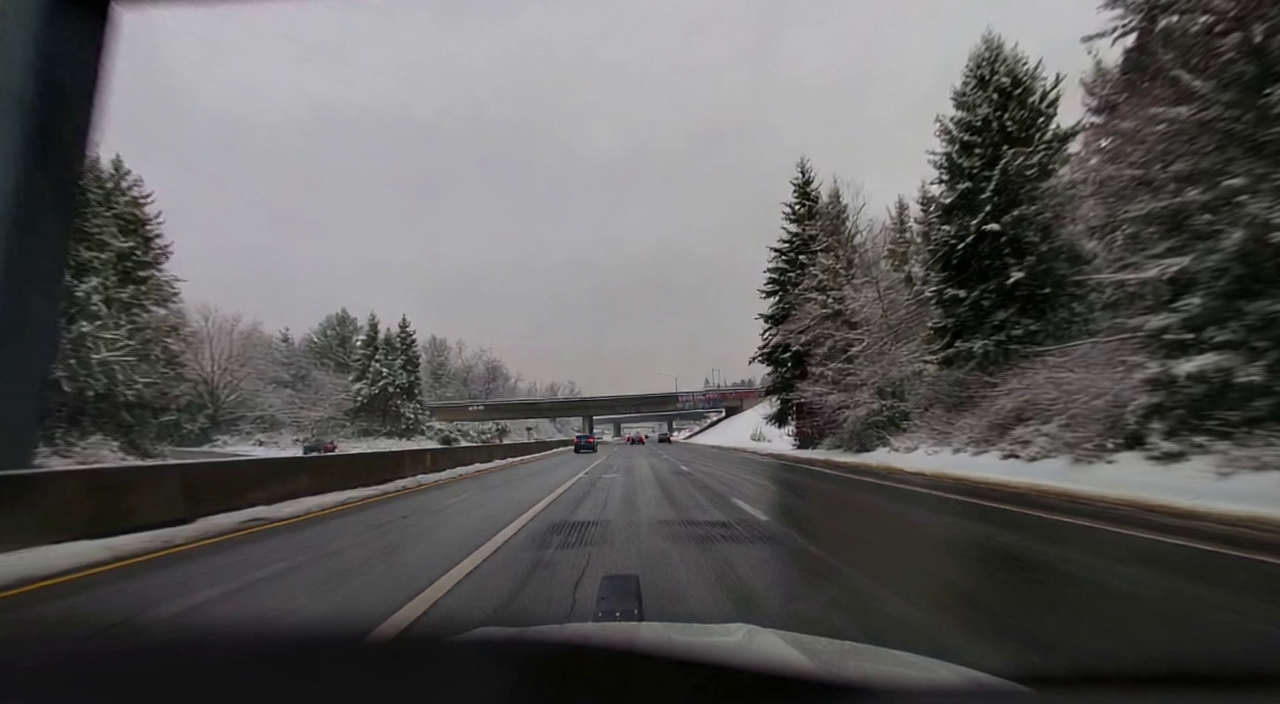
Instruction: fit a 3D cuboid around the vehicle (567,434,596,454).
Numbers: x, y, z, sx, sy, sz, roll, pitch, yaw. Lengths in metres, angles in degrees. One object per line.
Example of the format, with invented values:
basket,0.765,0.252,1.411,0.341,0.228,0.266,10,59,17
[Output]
vehicle,-4.552,7.200,49.556,1.961,1.466,3.745,0,-8,0
